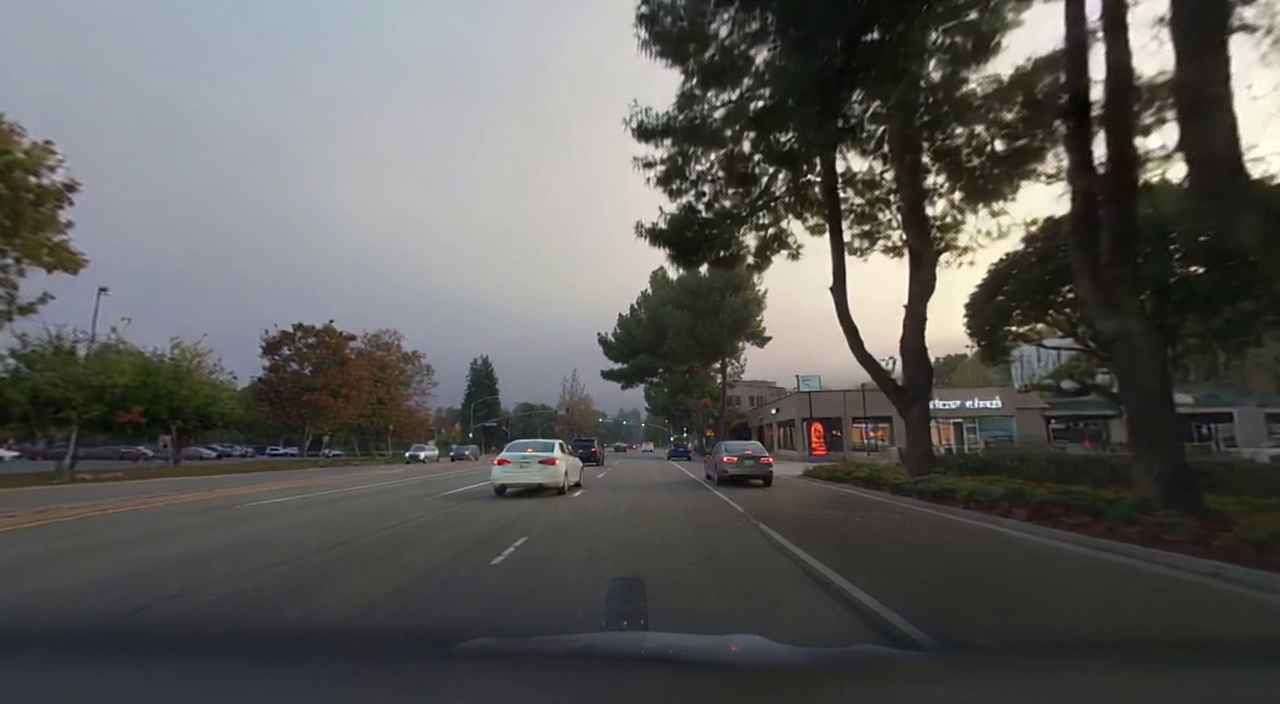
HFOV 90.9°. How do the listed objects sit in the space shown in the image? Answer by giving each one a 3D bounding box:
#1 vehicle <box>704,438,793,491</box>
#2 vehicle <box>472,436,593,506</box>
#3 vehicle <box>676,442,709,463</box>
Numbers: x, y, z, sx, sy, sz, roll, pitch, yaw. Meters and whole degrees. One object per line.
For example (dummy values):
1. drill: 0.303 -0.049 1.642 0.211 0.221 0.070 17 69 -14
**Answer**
1. vehicle: 3.277 3.492 19.951 1.948 1.474 4.360 0 -8 -1
2. vehicle: -2.404 2.771 15.156 1.971 1.433 3.923 0 -8 4
3. vehicle: 3.781 7.294 45.950 1.913 1.463 4.198 0 -8 -1
